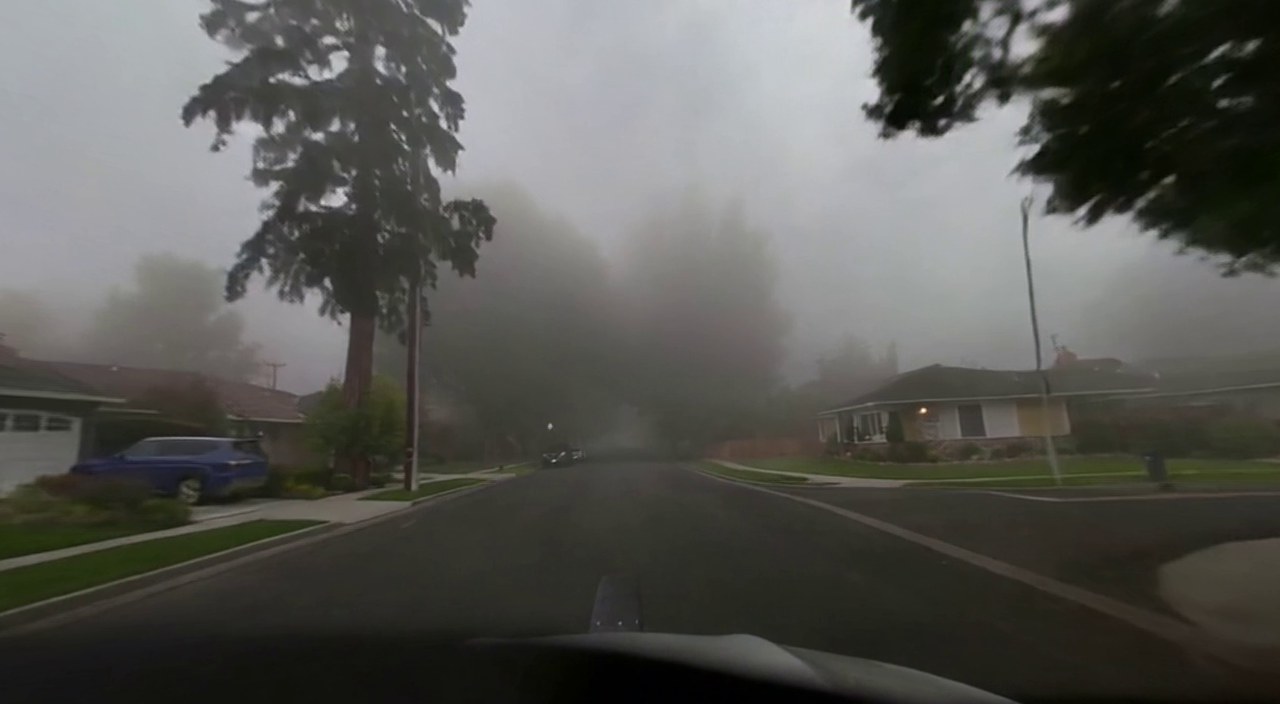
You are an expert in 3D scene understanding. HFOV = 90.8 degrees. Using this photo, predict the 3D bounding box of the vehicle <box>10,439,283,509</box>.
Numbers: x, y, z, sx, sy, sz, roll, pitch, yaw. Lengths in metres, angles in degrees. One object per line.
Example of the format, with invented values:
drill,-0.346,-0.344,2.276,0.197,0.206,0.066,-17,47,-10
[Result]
vehicle,-14.268,3.537,18.699,5.863,1.773,2.451,0,-8,-4

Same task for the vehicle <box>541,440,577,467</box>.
vehicle,-6.246,7.876,49.285,2.341,1.886,5.684,-1,-8,-2
